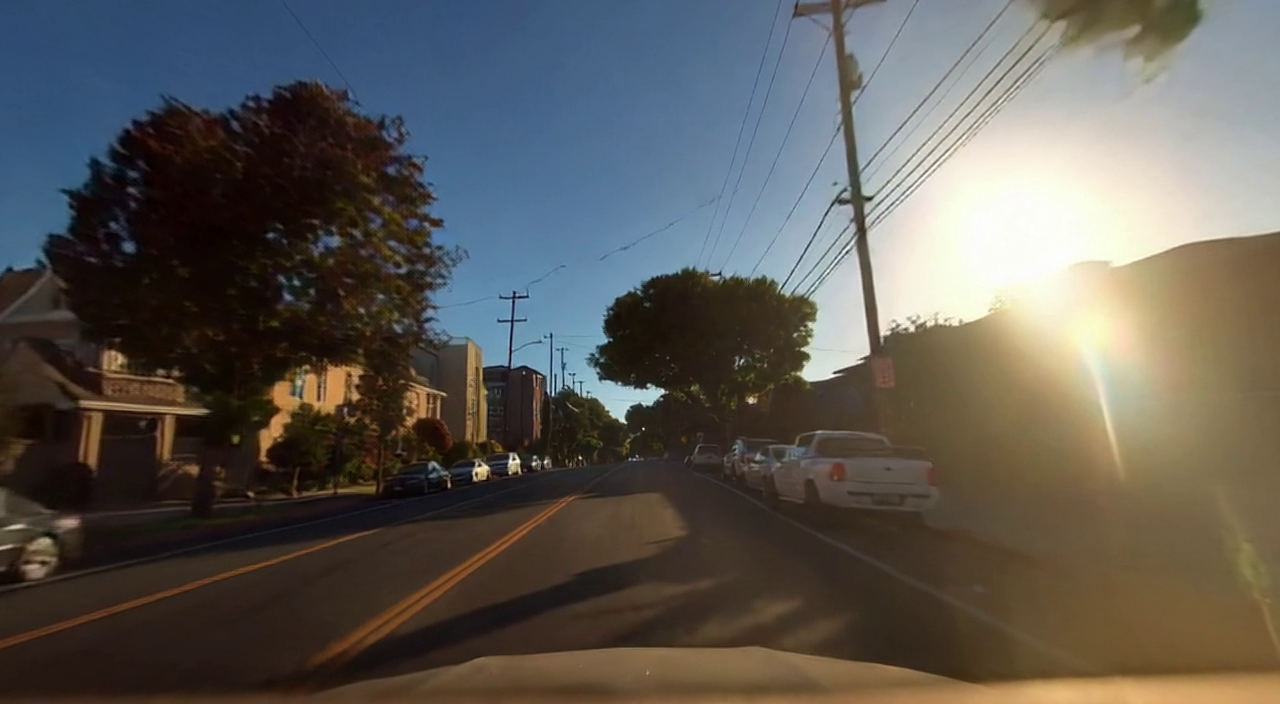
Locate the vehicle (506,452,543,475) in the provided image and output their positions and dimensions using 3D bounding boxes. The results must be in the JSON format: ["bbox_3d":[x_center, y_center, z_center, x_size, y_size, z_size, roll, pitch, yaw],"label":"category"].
[{"bbox_3d":[-8.814,8.595,48.505,1.884,1.526,4.061,-5,-10,2],"label":"vehicle"}]

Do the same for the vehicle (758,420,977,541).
[{"bbox_3d":[3.812,2.261,11.779,2.225,1.759,4.817,0,-9,-1],"label":"vehicle"}]

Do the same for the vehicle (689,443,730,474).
[{"bbox_3d":[4.107,6.364,37.989,2.155,1.747,4.311,-1,-9,2],"label":"vehicle"}]

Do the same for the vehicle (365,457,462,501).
[{"bbox_3d":[-8.988,5.063,25.584,2.208,1.508,4.590,0,-9,0],"label":"vehicle"}]

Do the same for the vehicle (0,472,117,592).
[{"bbox_3d":[-9.201,2.310,7.763,1.818,1.469,4.349,0,-9,0],"label":"vehicle"}]
